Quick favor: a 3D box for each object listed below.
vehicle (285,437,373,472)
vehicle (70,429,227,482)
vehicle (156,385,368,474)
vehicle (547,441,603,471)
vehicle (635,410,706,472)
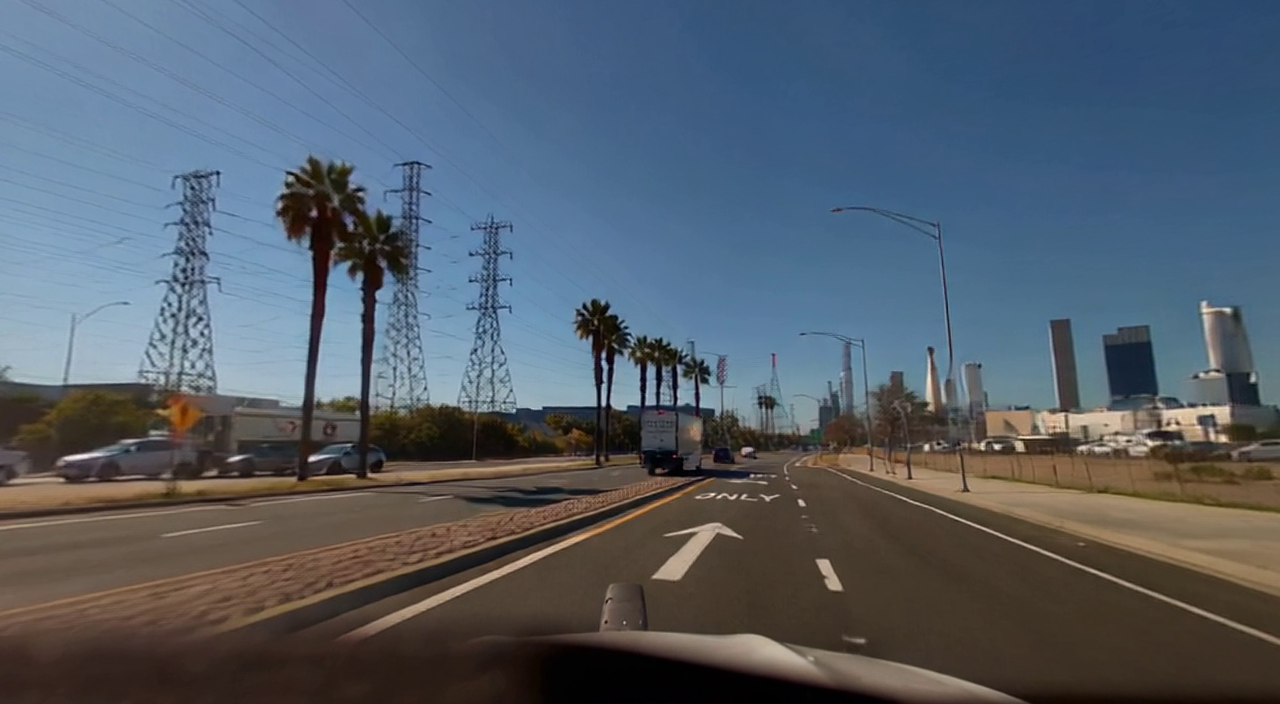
[{"bbox_3d":[-16.099,5.329,32.961,1.751,1.639,4.434,-4,-9,11],"label":"vehicle"},{"bbox_3d":[-18.269,3.984,23.763,1.833,1.578,4.412,-9,-13,12],"label":"vehicle"},{"bbox_3d":[-19.455,4.548,34.002,2.907,3.760,11.193,-5,-12,10],"label":"vehicle"},{"bbox_3d":[-4.511,7.338,44.840,2.266,1.950,5.866,-2,-9,12],"label":"vehicle"},{"bbox_3d":[2.498,6.606,46.465,2.903,3.933,11.567,-2,-9,14],"label":"vehicle"}]
